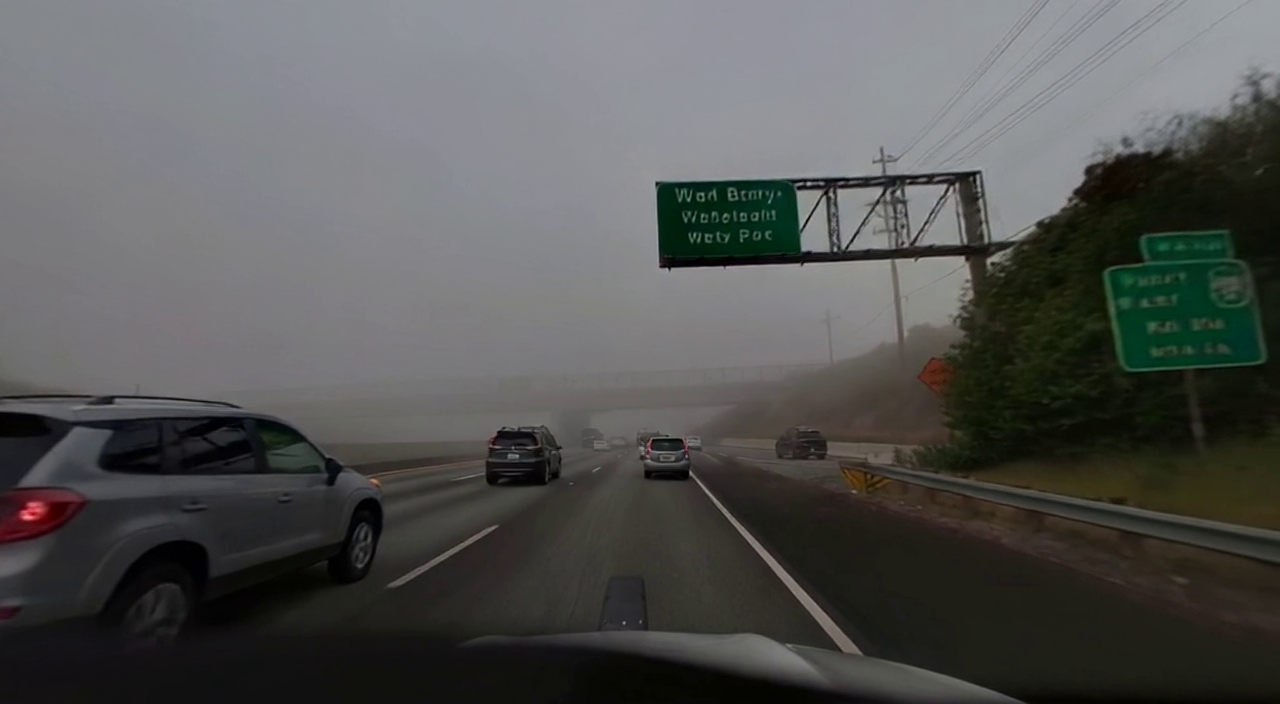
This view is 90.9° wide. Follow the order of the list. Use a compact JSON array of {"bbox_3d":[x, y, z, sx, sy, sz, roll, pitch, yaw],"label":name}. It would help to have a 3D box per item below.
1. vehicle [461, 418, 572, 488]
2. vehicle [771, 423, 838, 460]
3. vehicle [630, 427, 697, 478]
[{"bbox_3d":[-3.572,3.075,19.365,2.228,1.845,4.847,-1,-8,2],"label":"vehicle"},{"bbox_3d":[12.307,6.806,47.933,2.571,2.571,6.876,1,-8,-6],"label":"vehicle"},{"bbox_3d":[0.807,3.588,22.626,2.193,1.651,3.946,-1,-8,1],"label":"vehicle"}]
